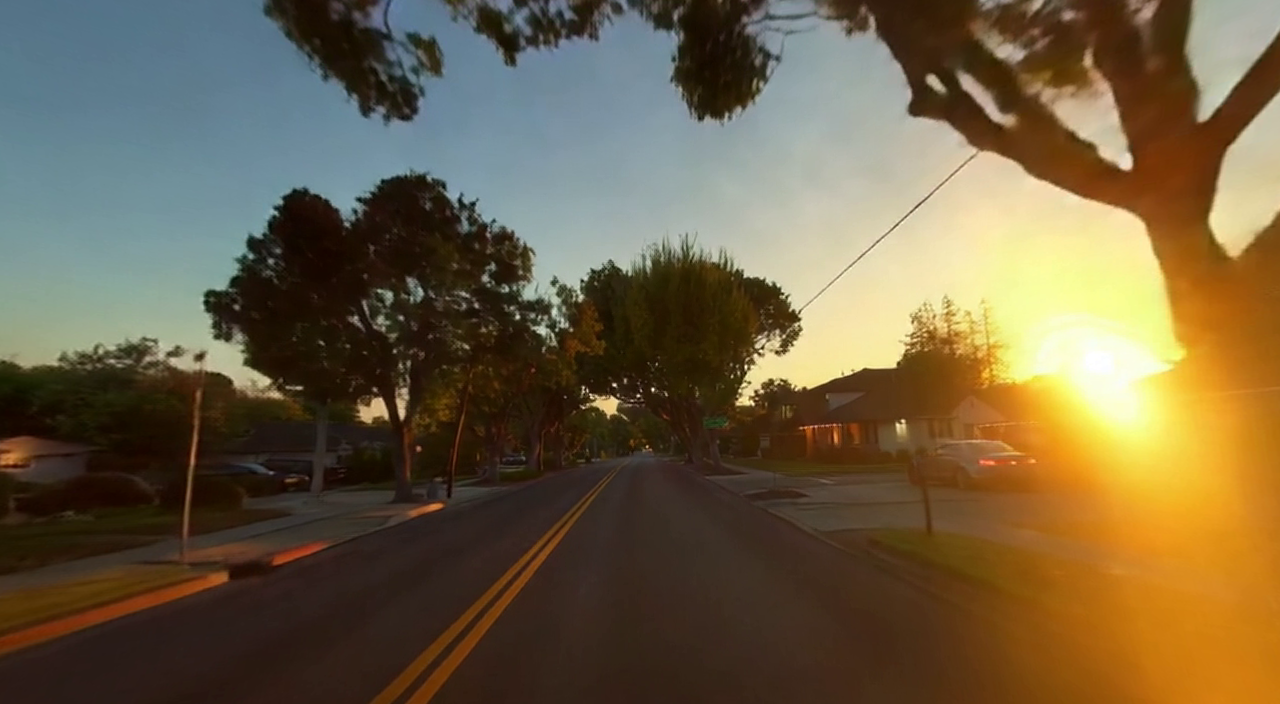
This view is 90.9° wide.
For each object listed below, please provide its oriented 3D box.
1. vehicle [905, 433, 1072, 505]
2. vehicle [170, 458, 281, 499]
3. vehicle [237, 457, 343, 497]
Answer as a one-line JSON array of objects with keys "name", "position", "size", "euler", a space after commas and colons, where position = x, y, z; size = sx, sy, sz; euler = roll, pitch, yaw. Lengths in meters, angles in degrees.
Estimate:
[{"name": "vehicle", "position": [8.674, 2.873, 16.190], "size": [1.806, 1.496, 4.164], "euler": [0, -6, -2]}, {"name": "vehicle", "position": [-17.839, 5.422, 27.376], "size": [1.903, 1.500, 4.214], "euler": [0, -8, 1]}, {"name": "vehicle", "position": [-14.986, 5.336, 27.313], "size": [1.830, 1.495, 4.641], "euler": [0, -8, 1]}]
